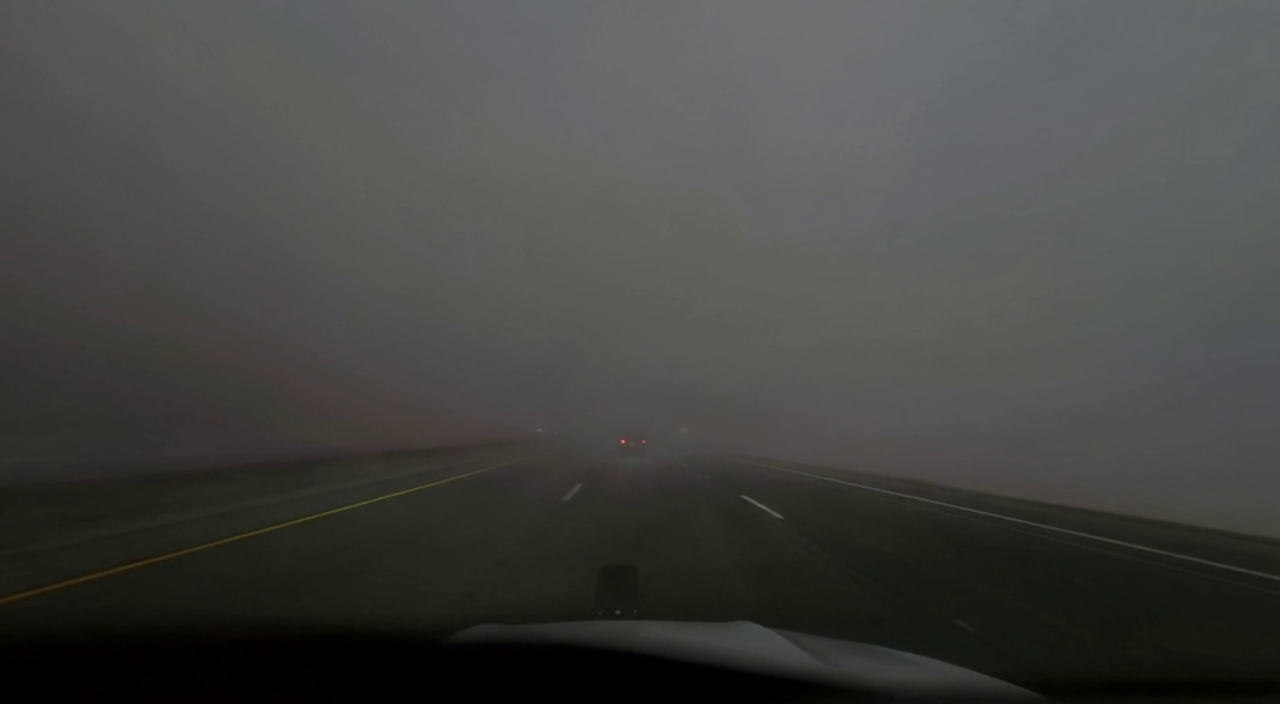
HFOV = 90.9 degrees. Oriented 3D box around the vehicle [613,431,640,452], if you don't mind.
[{"bbox_3d":[-1.061,7.014,49.592,1.993,1.519,4.046,0,-8,-1],"label":"vehicle"}]
